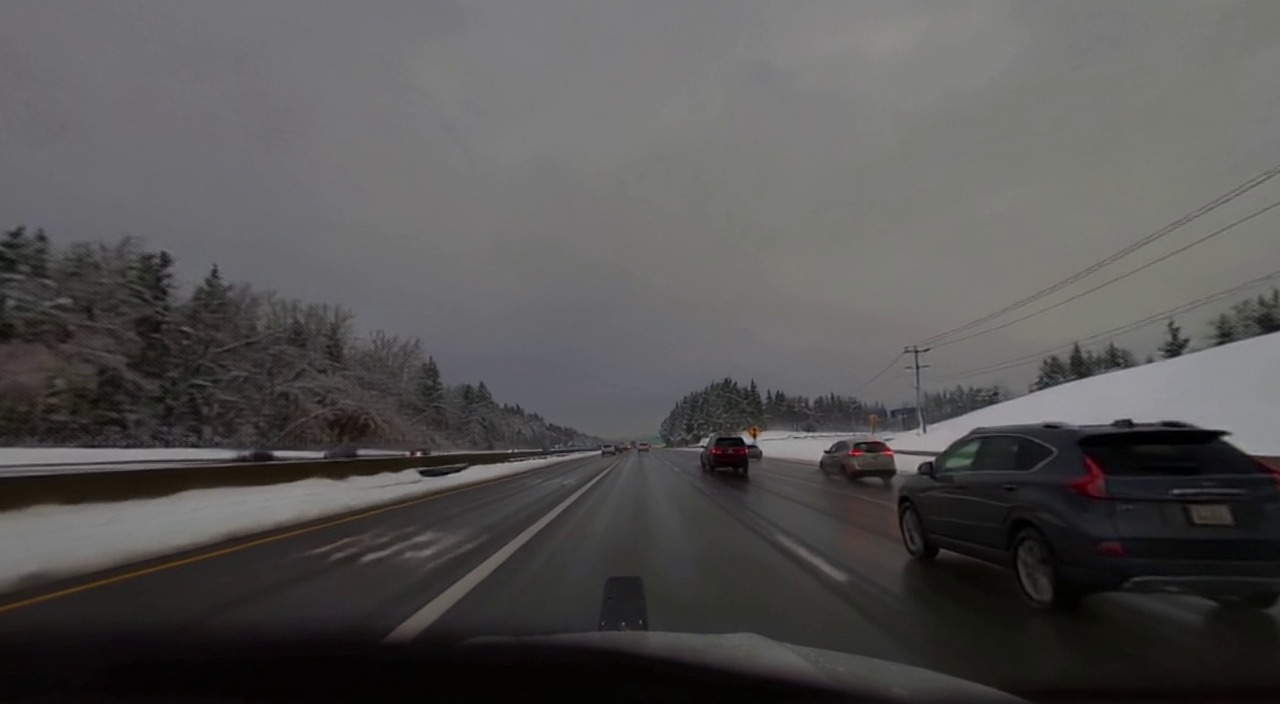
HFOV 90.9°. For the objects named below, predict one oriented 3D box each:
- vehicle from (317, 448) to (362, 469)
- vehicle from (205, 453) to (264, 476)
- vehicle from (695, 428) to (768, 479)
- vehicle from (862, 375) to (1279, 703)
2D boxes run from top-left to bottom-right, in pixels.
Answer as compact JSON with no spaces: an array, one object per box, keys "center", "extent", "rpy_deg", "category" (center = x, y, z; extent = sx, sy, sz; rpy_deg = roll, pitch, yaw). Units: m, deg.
[{"center":[-22.251,7.887,46.851],"extent":[1.588,1.423,3.497],"rpy_deg":[0,-8,0],"category":"vehicle"},{"center":[-26.227,7.247,40.930],"extent":[1.512,1.348,3.317],"rpy_deg":[0,-8,3],"category":"vehicle"},{"center":[3.924,4.468,28.163],"extent":[2.442,2.022,5.466],"rpy_deg":[0,-8,0],"category":"vehicle"},{"center":[3.815,1.255,5.469],"extent":[2.146,1.639,4.475],"rpy_deg":[0,-8,0],"category":"vehicle"}]
